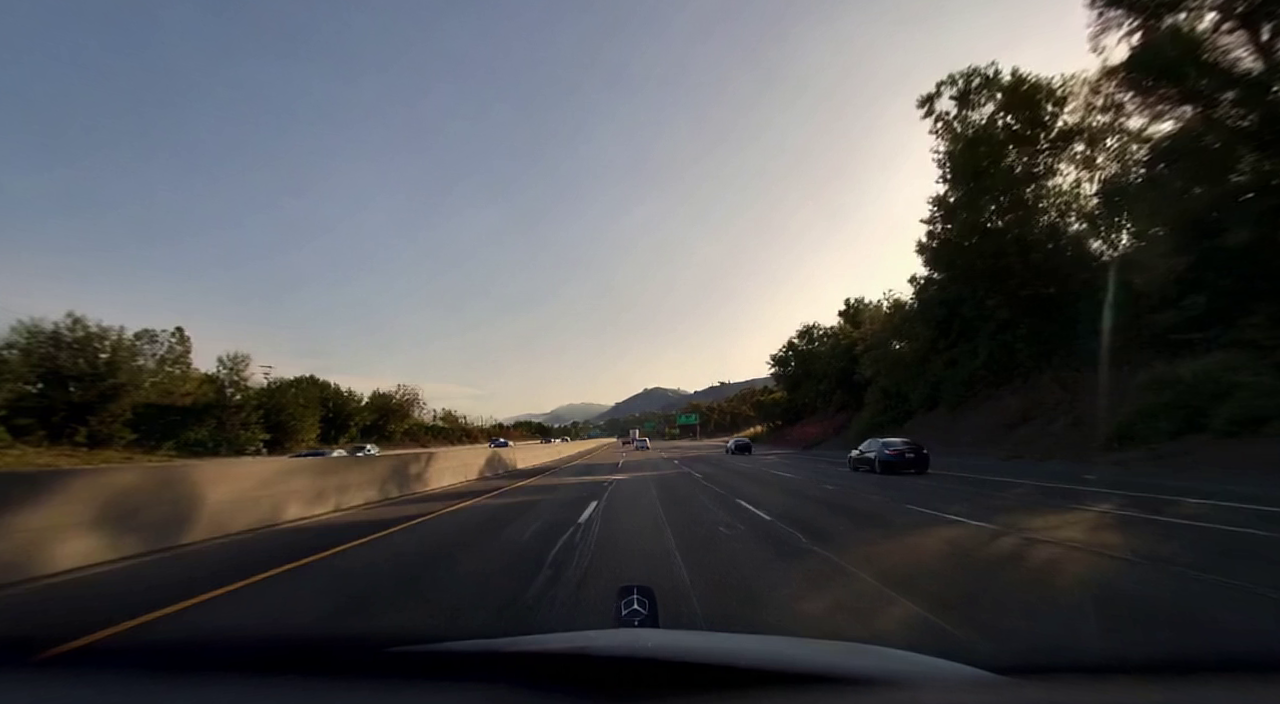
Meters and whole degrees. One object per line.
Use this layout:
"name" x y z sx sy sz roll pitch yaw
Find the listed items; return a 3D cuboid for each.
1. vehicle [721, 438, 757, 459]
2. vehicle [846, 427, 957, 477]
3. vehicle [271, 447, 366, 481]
"vehicle" 7.601 7.450 48.788 2.053 1.553 4.463 0 -9 -1
"vehicle" 11.147 4.326 27.467 2.387 1.936 5.646 0 -9 0
"vehicle" -15.846 5.518 31.424 2.005 1.515 5.180 0 -9 0
